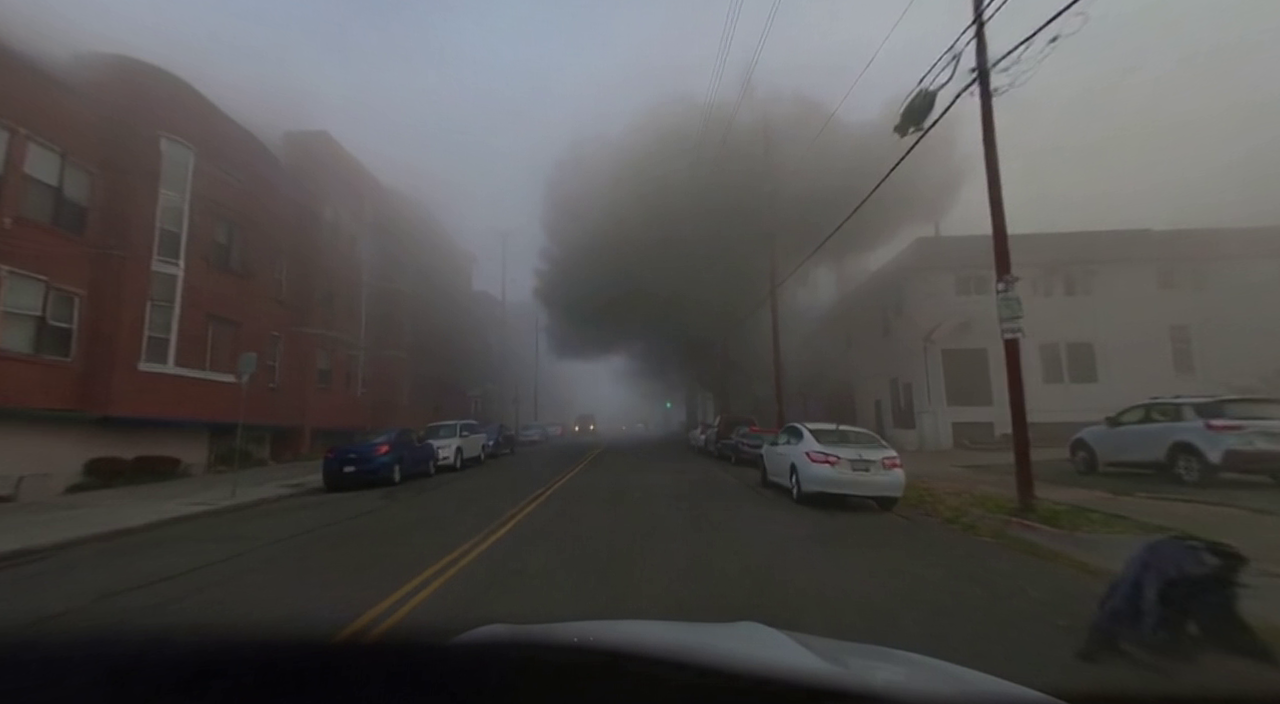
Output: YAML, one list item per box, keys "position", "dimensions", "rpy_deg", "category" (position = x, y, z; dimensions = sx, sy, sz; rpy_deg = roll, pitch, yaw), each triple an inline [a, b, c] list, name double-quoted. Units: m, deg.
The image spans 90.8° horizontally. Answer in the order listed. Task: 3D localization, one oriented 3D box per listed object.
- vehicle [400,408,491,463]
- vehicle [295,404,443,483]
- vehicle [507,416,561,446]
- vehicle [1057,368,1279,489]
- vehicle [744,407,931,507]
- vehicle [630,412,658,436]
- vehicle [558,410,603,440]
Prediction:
- position: [-6.736, 2.962, 22.451]
  dimensions: [1.925, 1.759, 4.396]
  rpy_deg: [0, -7, -1]
  category: "vehicle"
- position: [-6.845, 2.363, 16.660]
  dimensions: [1.930, 1.756, 4.955]
  rpy_deg: [0, -7, -3]
  category: "vehicle"
- position: [-5.917, 4.359, 34.734]
  dimensions: [1.994, 1.510, 4.802]
  rpy_deg: [3, -8, -21]
  category: "vehicle"
- position: [9.803, 1.419, 11.276]
  dimensions: [1.968, 1.713, 4.379]
  rpy_deg: [-3, -9, 6]
  category: "vehicle"
- position: [3.268, 1.827, 11.546]
  dimensions: [1.885, 1.464, 4.466]
  rpy_deg: [0, -7, -1]
  category: "vehicle"
- position: [0.288, 5.566, 48.674]
  dimensions: [2.059, 1.736, 3.994]
  rpy_deg: [0, -7, -1]
  category: "vehicle"
- position: [-3.817, 4.825, 41.463]
  dimensions: [2.236, 1.834, 4.743]
  rpy_deg: [-1, -7, 3]
  category: "vehicle"
